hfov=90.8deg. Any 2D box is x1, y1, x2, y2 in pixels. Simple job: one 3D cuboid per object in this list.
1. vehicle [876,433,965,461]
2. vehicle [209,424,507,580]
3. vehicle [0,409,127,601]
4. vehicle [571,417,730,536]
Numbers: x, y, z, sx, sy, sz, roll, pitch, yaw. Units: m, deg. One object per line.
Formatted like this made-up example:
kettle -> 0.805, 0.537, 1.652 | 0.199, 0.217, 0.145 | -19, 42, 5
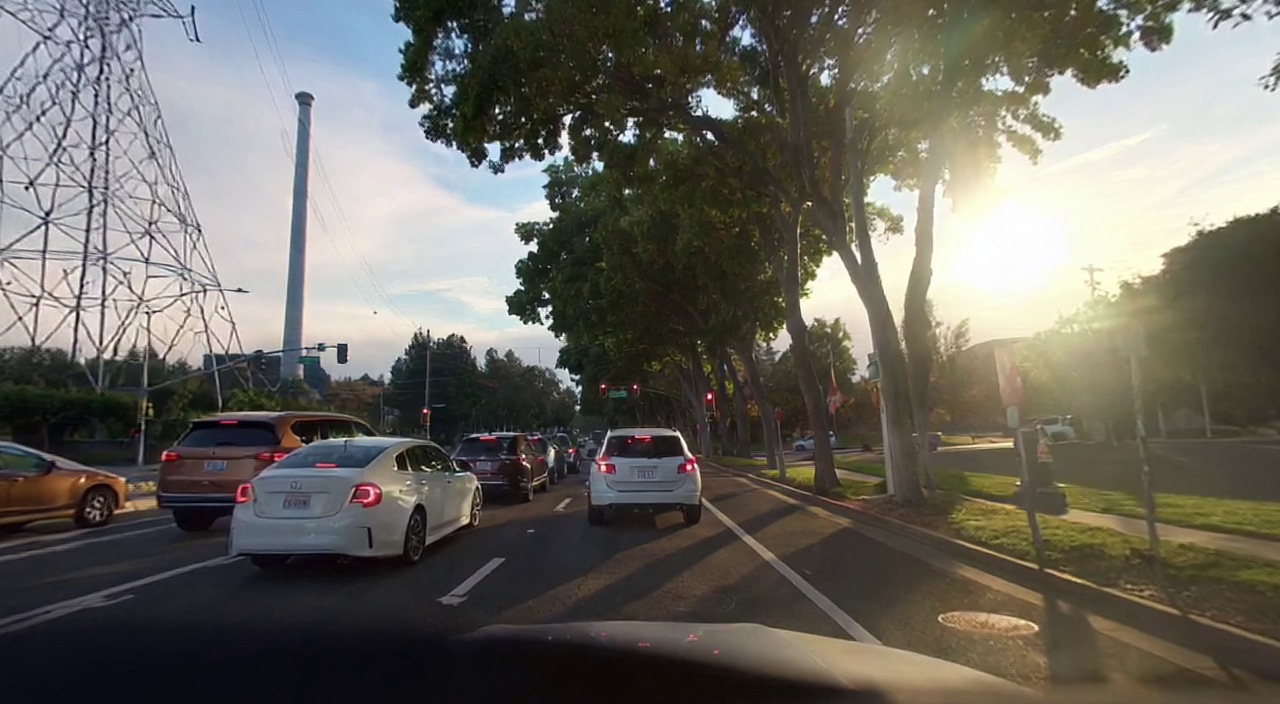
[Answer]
vehicle -> 15.027, 5.106, 33.947 | 3.858, 1.437, 1.899 | 1, -8, -6
vehicle -> -3.176, 1.764, 8.340 | 1.973, 1.469, 4.448 | 0, -8, -1
vehicle -> -6.348, 1.189, 4.611 | 1.866, 1.602, 3.938 | 0, -8, 0
vehicle -> 0.085, 2.072, 11.127 | 2.239, 1.661, 4.224 | 0, -8, -2
